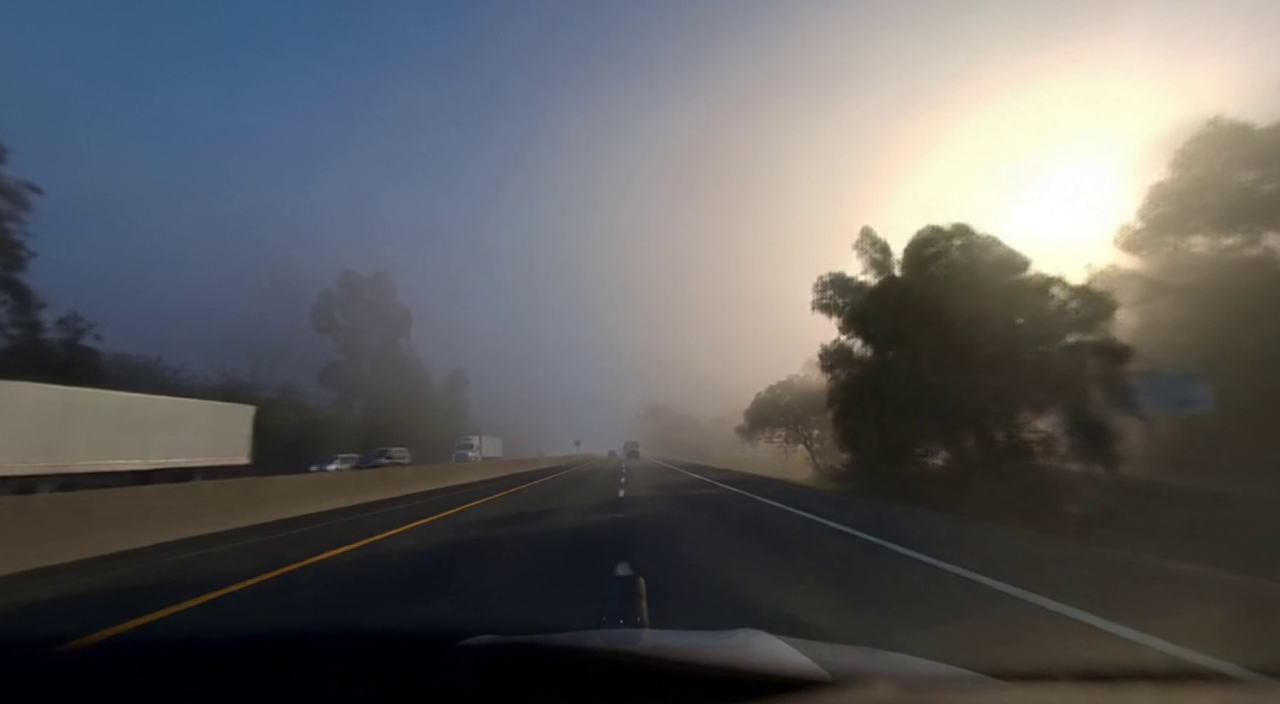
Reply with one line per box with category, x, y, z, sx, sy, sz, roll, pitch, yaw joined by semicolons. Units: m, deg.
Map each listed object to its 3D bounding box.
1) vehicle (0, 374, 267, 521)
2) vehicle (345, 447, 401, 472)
vehicle;-20.757;3.654;24.104;2.936;4.356;16.937;0;-9;-1
vehicle;-16.621;6.696;39.483;1.809;1.431;4.150;0;-9;-2
